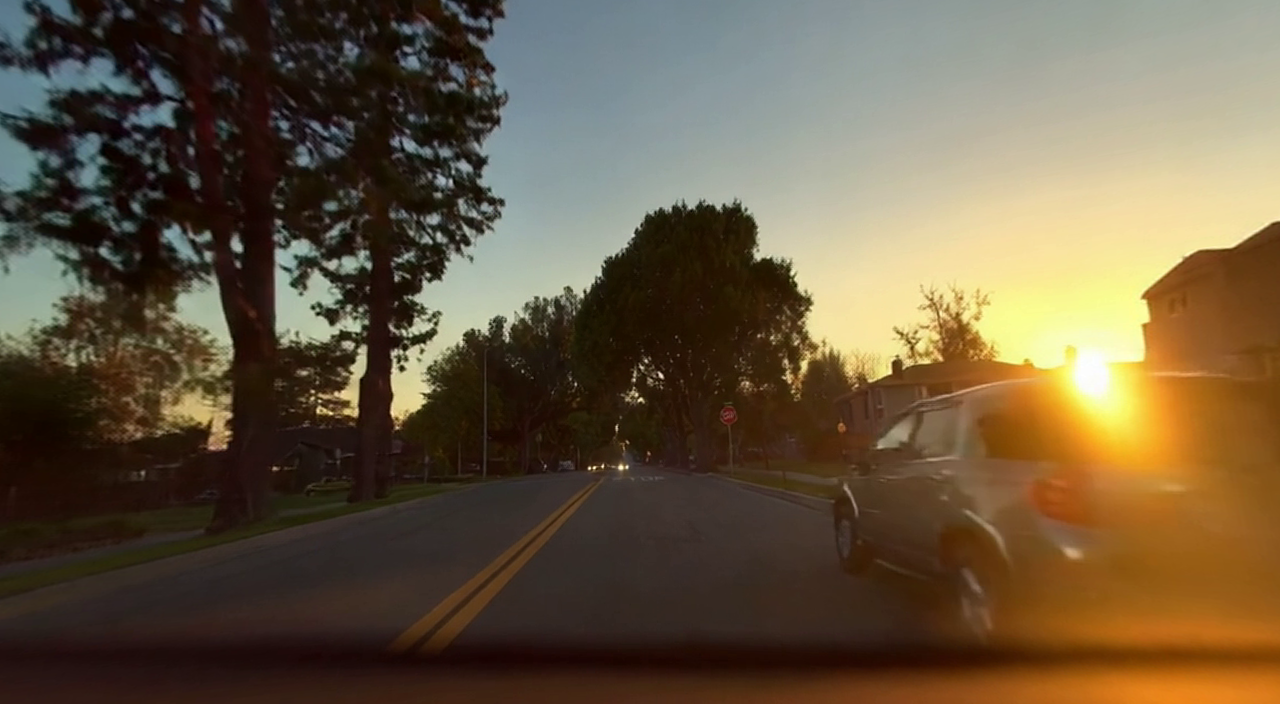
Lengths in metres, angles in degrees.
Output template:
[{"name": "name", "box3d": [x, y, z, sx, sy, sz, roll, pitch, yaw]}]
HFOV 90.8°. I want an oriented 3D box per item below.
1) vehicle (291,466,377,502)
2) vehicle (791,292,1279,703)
[{"name": "vehicle", "box3d": [-18.527, 7.979, 38.242, 4.274, 1.626, 2.093, -7, -9, 10]}, {"name": "vehicle", "box3d": [2.693, 1.013, 4.539, 2.109, 1.875, 4.488, -1, -8, 1]}]
